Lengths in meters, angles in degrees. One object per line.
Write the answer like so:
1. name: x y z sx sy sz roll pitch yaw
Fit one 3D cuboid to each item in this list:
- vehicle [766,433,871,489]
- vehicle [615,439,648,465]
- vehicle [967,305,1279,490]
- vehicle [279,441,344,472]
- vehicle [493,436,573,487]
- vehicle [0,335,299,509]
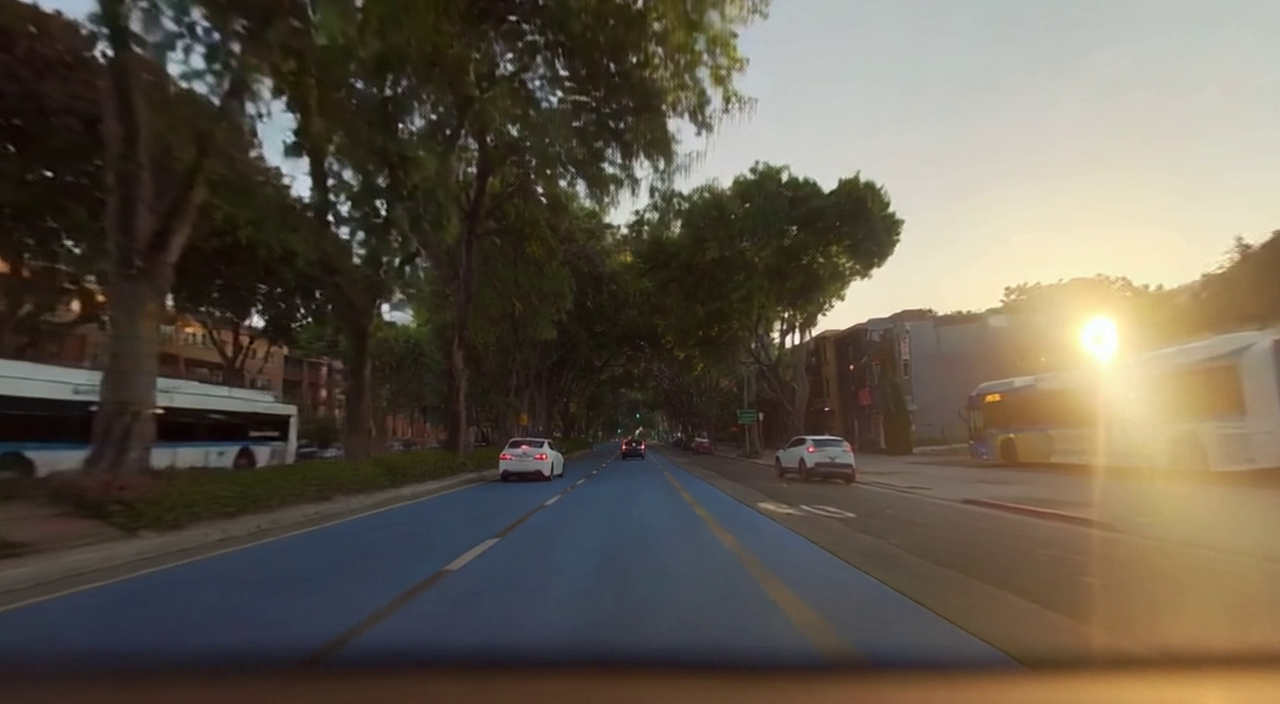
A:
1. vehicle: 6.352 3.954 23.340 2.206 1.803 5.753 0 -9 0
2. vehicle: -0.513 6.270 39.807 1.999 1.520 3.896 0 -9 0
3. vehicle: 17.712 2.010 22.489 3.225 4.571 16.558 -3 -8 0
4. vehicle: -21.894 6.966 42.392 1.947 1.857 4.851 -1 -9 -3
5. vehicle: -3.505 3.679 21.547 1.934 1.522 4.287 0 -9 1
6. vehicle: -15.597 2.303 18.956 3.303 3.710 13.912 0 -9 -1
